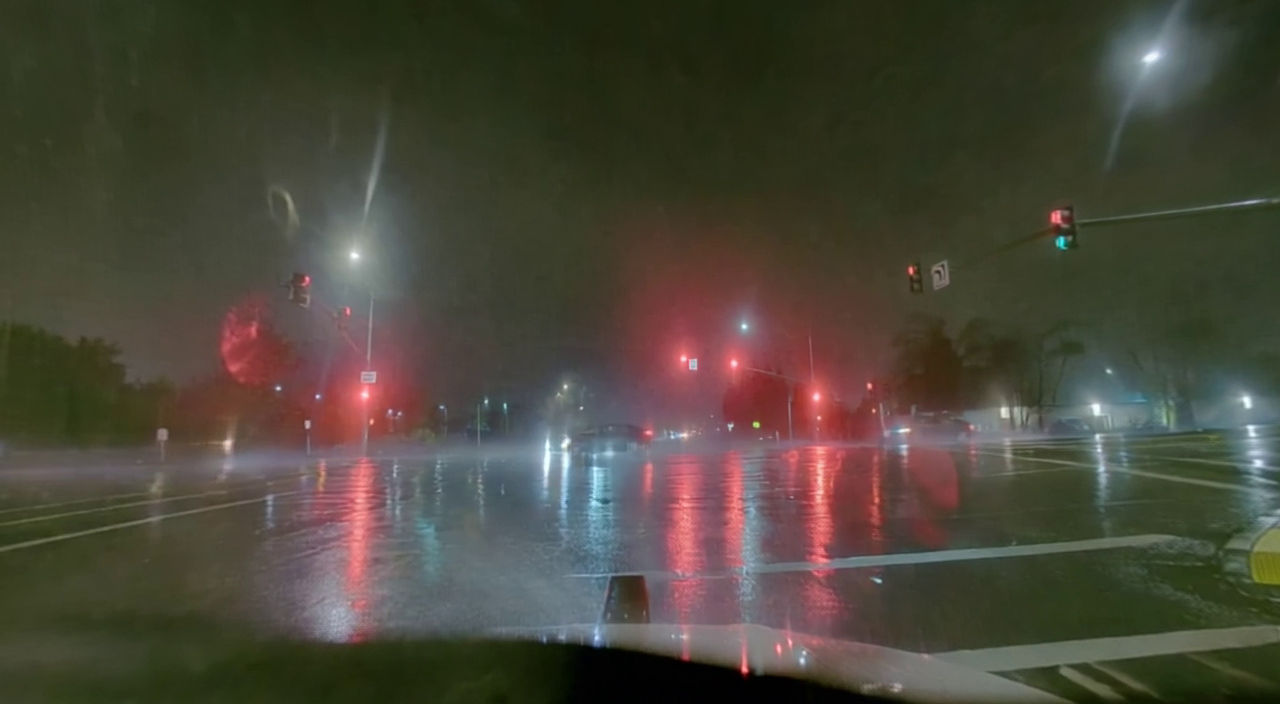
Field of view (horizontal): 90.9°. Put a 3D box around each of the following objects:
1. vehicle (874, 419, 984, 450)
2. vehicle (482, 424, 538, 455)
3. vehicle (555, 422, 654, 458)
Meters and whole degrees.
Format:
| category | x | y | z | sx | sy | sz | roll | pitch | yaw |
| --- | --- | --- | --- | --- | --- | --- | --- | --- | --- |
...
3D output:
| category | x | y | z | sx | sy | sz | roll | pitch | yaw |
| --- | --- | --- | --- | --- | --- | --- | --- | --- | --- |
| vehicle | 14.104 | 4.055 | 30.896 | 4.510 | 1.431 | 1.884 | 1 | -9 | -7 |
| vehicle | -8.337 | 5.729 | 40.874 | 2.000 | 1.864 | 5.044 | -1 | -9 | 7 |
| vehicle | -1.663 | 4.079 | 29.161 | 4.407 | 1.569 | 1.859 | 1 | -9 | -6 |
